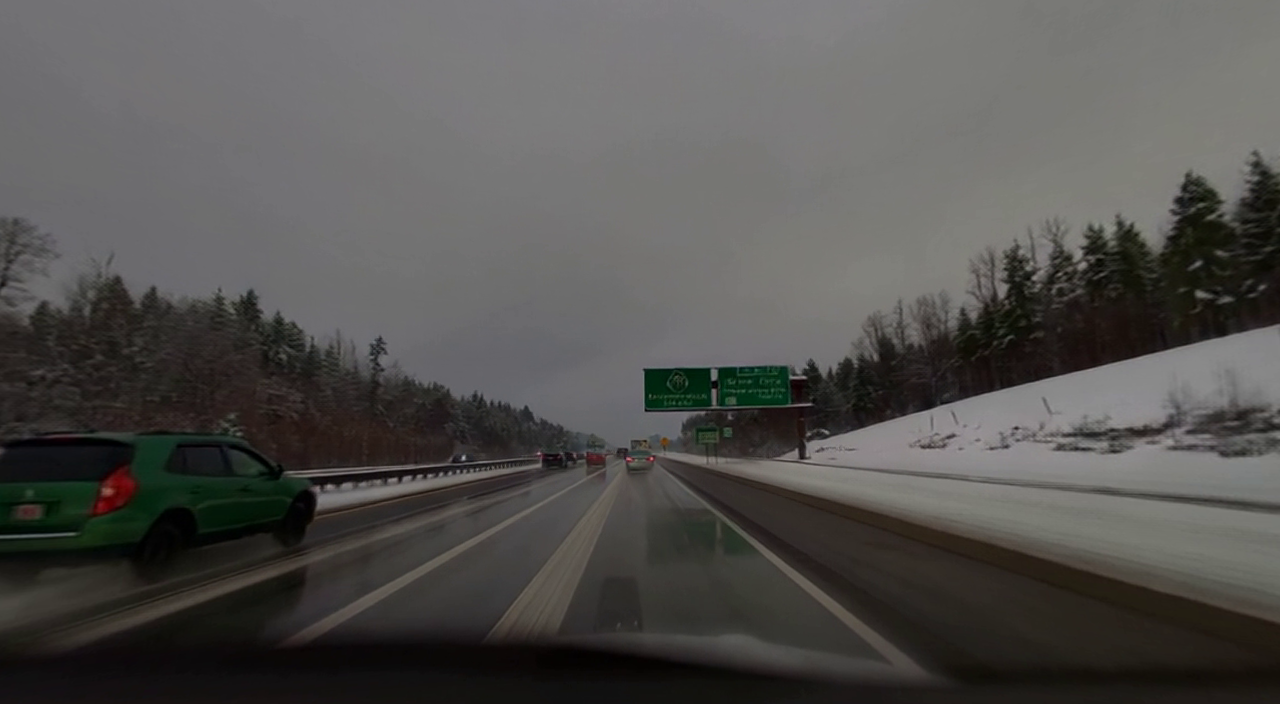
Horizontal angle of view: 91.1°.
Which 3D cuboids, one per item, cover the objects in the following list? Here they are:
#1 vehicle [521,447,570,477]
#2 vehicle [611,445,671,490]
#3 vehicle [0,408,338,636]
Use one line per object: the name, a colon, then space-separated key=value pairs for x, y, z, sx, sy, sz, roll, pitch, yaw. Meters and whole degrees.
vehicle: x=-4.898 y=5.768 z=33.165 sx=1.892 sy=1.481 sz=4.180 roll=0 pitch=-9 yaw=1
vehicle: x=0.030 y=4.059 z=22.458 sx=1.940 sy=1.451 sz=3.512 roll=0 pitch=-9 yaw=0
vehicle: x=-5.292 y=1.548 z=6.667 sx=2.058 sy=1.626 sz=4.118 roll=0 pitch=-9 yaw=1
